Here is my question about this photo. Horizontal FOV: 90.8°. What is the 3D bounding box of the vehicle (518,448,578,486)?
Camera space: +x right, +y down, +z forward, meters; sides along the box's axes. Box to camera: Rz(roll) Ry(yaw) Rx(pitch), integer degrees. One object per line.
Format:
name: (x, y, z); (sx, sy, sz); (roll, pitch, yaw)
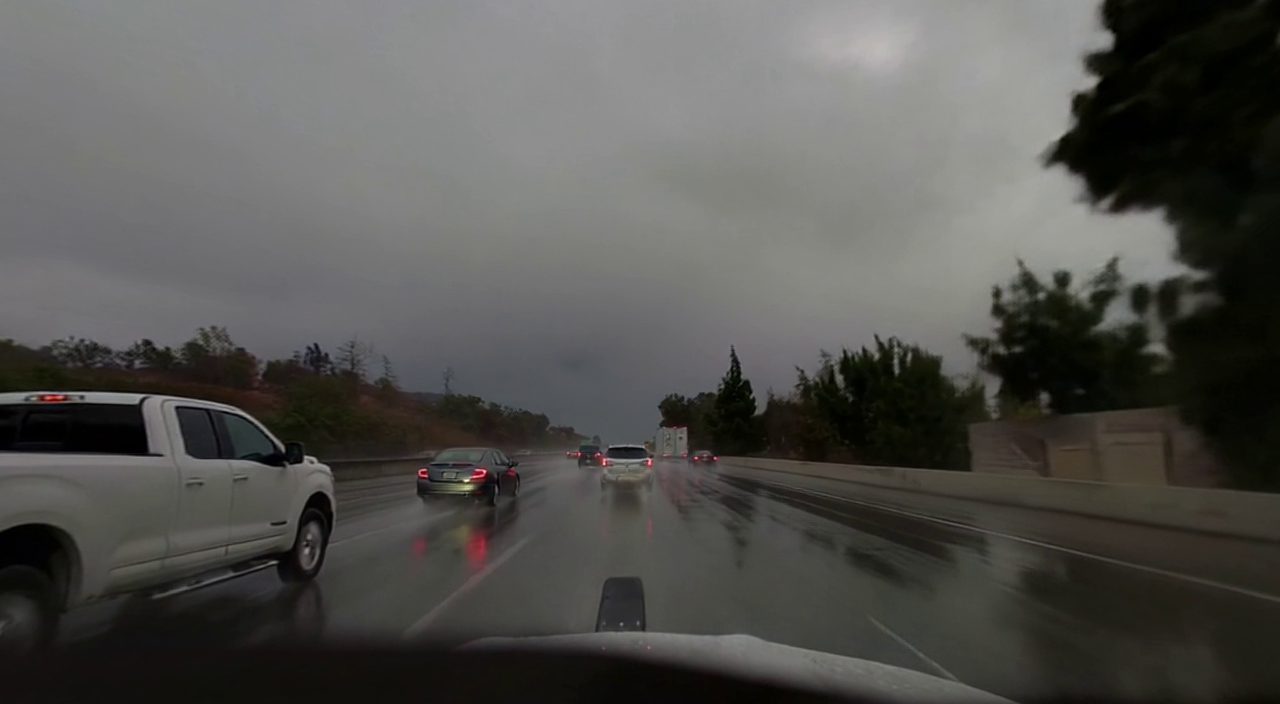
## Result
vehicle: (-3.872, 4.932, 27.318); (1.999, 1.484, 4.269); (0, -9, 0)

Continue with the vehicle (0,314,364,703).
vehicle: (-3.890, 0.949, 3.728); (2.243, 1.889, 4.949); (0, -9, 0)

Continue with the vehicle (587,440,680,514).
vehicle: (-0.151, 2.963, 15.301); (1.996, 1.574, 3.426); (0, -9, 0)

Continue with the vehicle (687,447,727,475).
vehicle: (3.894, 6.449, 37.369); (1.858, 1.537, 3.838); (0, -9, -1)

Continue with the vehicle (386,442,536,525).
vehicle: (-3.678, 2.790, 13.946); (1.988, 1.501, 4.438); (0, -9, 0)
